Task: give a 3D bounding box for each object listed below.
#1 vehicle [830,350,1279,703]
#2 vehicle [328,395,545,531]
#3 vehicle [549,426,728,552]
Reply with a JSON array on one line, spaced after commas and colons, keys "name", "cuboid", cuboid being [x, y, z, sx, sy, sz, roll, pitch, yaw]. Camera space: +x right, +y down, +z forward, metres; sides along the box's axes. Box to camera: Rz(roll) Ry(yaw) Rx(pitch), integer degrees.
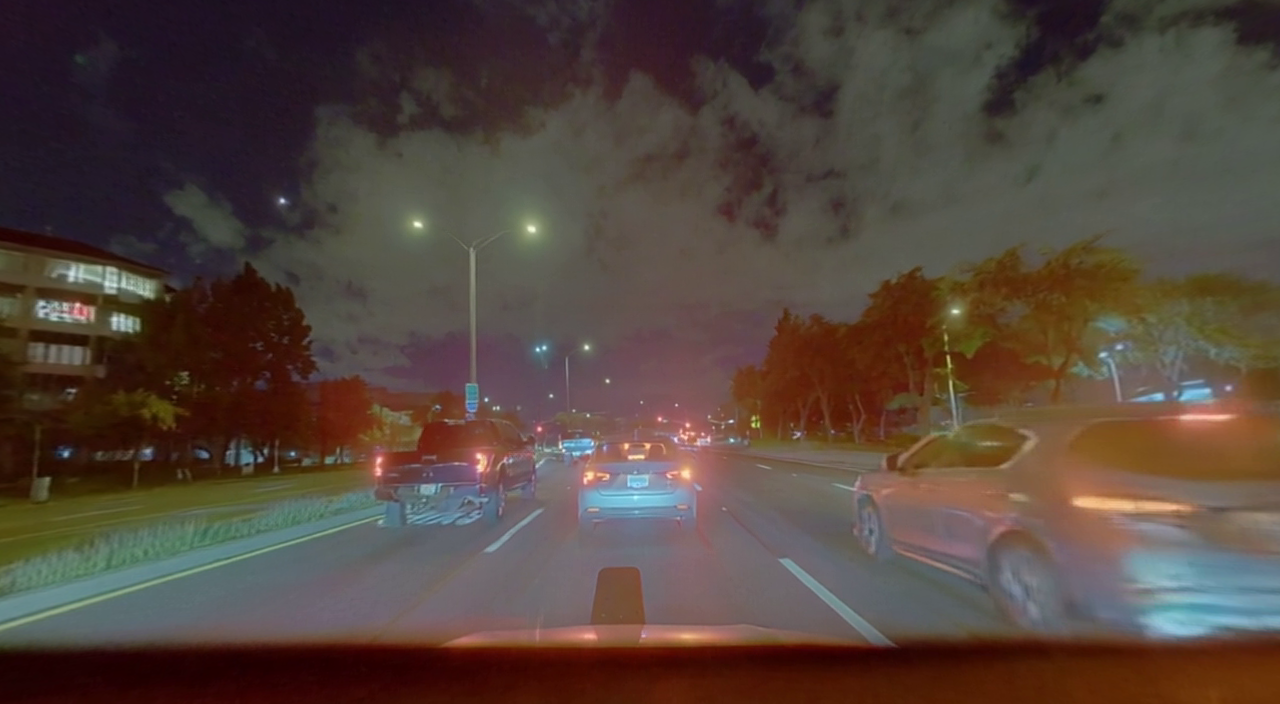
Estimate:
[{"name": "vehicle", "cuboid": [3.337, 1.165, 5.001, 2.092, 1.658, 4.814, 0, -8, -1]}, {"name": "vehicle", "cuboid": [-3.413, 2.038, 12.110, 2.301, 1.985, 5.531, 0, -8, 0]}, {"name": "vehicle", "cuboid": [-0.071, 1.932, 9.569, 2.126, 1.475, 3.967, 0, -8, -2]}]
